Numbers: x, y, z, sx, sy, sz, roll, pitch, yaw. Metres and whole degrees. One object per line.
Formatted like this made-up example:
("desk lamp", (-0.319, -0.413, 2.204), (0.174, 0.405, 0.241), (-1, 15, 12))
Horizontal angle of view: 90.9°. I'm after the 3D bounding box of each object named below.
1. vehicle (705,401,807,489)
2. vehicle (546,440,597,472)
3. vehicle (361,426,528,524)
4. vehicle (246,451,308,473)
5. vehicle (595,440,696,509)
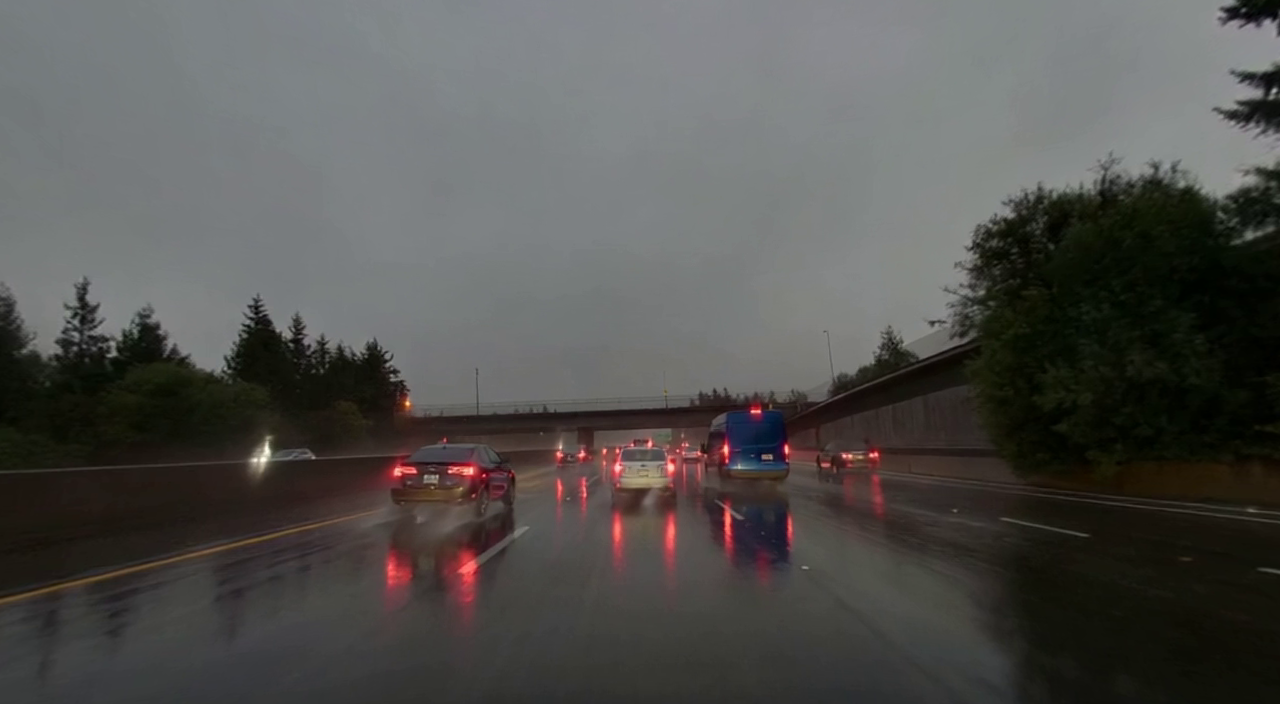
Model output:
("vehicle", (3.991, 3.410, 23.245), (2.436, 2.745, 6.607), (0, -8, -1))
("vehicle", (-3.781, 5.865, 35.671), (2.258, 1.655, 4.397), (0, -8, 1))
("vehicle", (-3.858, 2.507, 13.397), (2.078, 1.706, 4.298), (0, -8, 1))
("vehicle", (-26.470, 8.025, 46.154), (1.874, 1.448, 4.436), (0, -9, 1))
("vehicle", (0.092, 2.961, 15.702), (2.174, 1.467, 4.005), (0, -8, -1))
